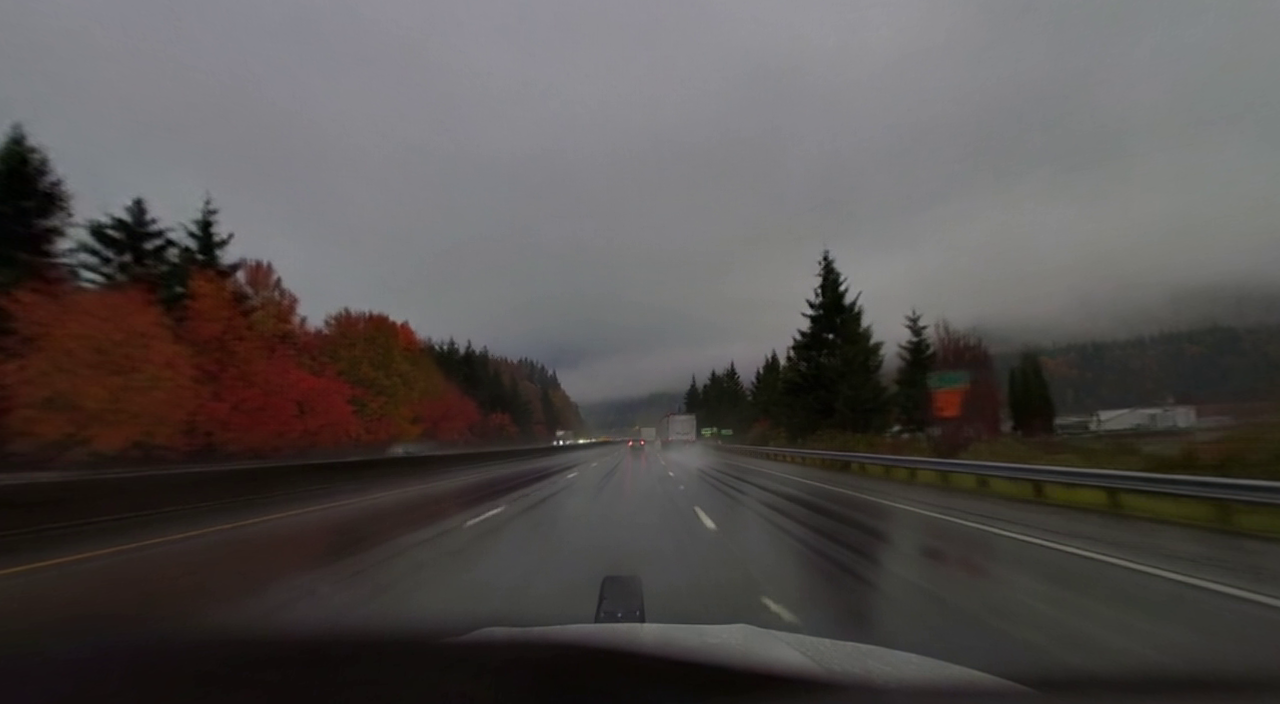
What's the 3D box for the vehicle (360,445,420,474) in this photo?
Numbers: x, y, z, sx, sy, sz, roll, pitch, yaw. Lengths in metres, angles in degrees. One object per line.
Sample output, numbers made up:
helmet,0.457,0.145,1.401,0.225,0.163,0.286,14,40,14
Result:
vehicle,-14.131,6.081,35.712,1.750,1.472,3.889,-1,-8,0
